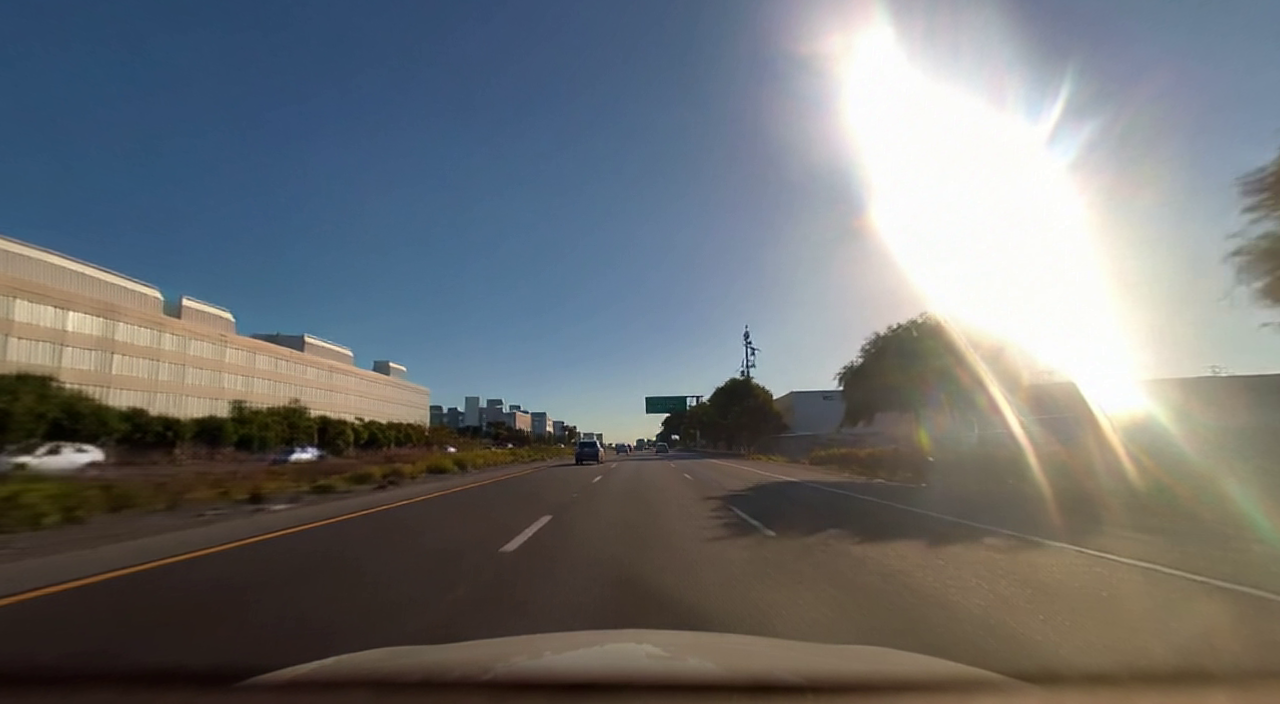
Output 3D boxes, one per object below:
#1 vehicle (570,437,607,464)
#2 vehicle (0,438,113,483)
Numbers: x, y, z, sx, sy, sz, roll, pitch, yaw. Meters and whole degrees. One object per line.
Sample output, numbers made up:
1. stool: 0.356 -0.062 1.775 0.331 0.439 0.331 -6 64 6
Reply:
1. vehicle: -3.642 7.123 45.562 2.218 1.850 4.774 0 -9 1
2. vehicle: -28.213 5.070 29.784 2.108 1.920 5.081 0 -9 0
